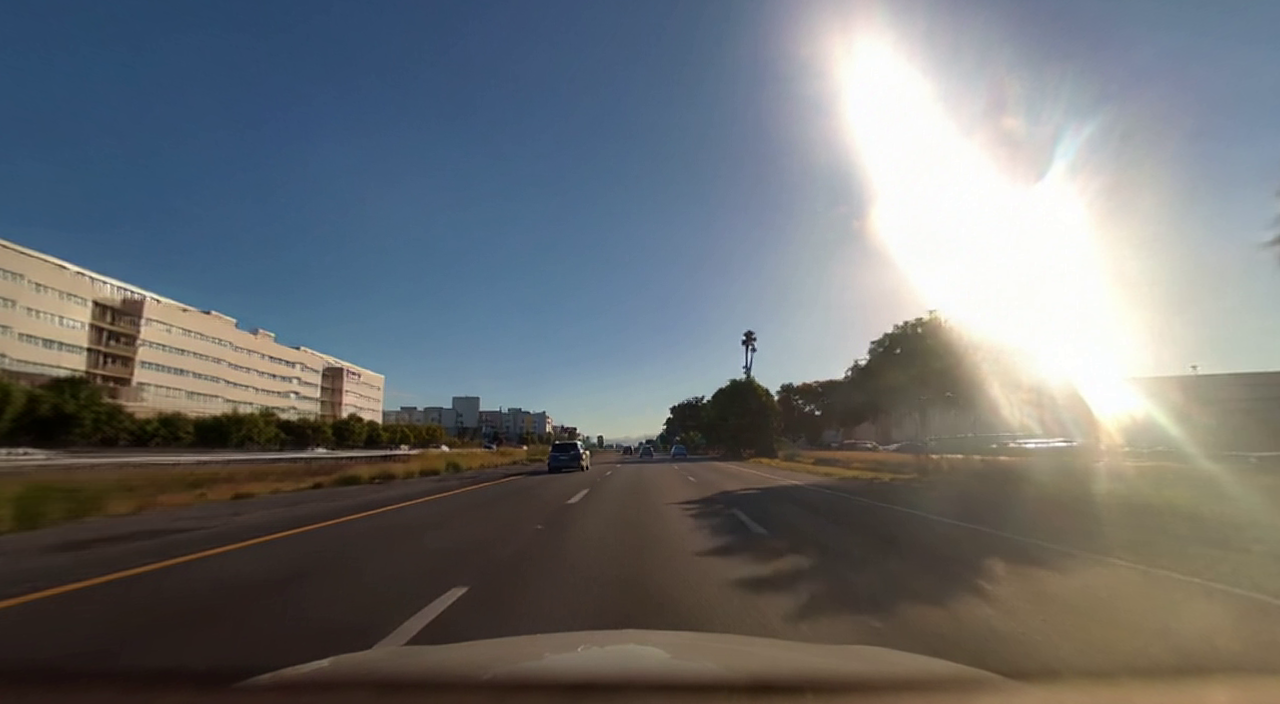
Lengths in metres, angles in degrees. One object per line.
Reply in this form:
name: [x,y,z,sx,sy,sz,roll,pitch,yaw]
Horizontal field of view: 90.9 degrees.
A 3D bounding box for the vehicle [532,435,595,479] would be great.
vehicle: [-3.450,4.849,29.380,2.218,1.850,4.774,0,-9,2]
